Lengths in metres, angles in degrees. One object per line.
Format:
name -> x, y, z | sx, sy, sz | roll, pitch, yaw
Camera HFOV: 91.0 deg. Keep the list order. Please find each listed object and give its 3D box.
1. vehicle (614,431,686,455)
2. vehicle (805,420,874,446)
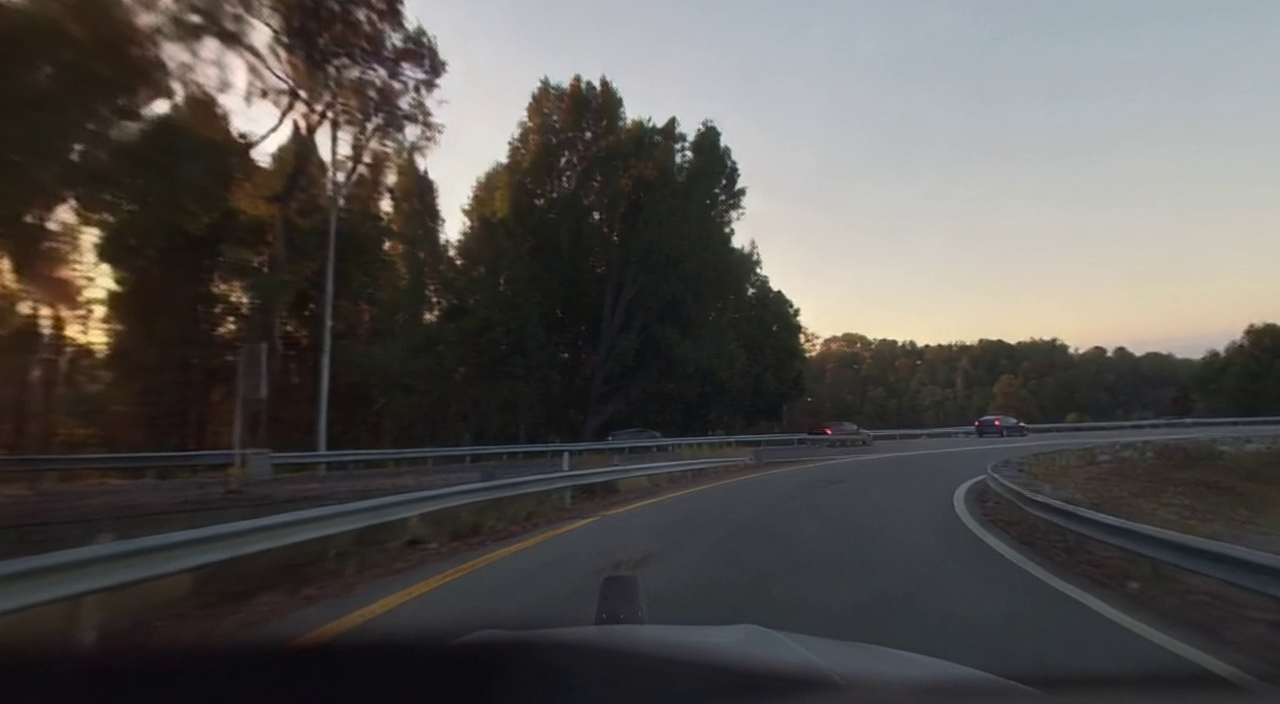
vehicle -> 0.761, 6.438, 44.560 | 4.957, 1.593, 1.871 | 6, -10, -35
vehicle -> 12.477, 5.103, 39.372 | 3.990, 1.549, 1.971 | 6, -10, -33
